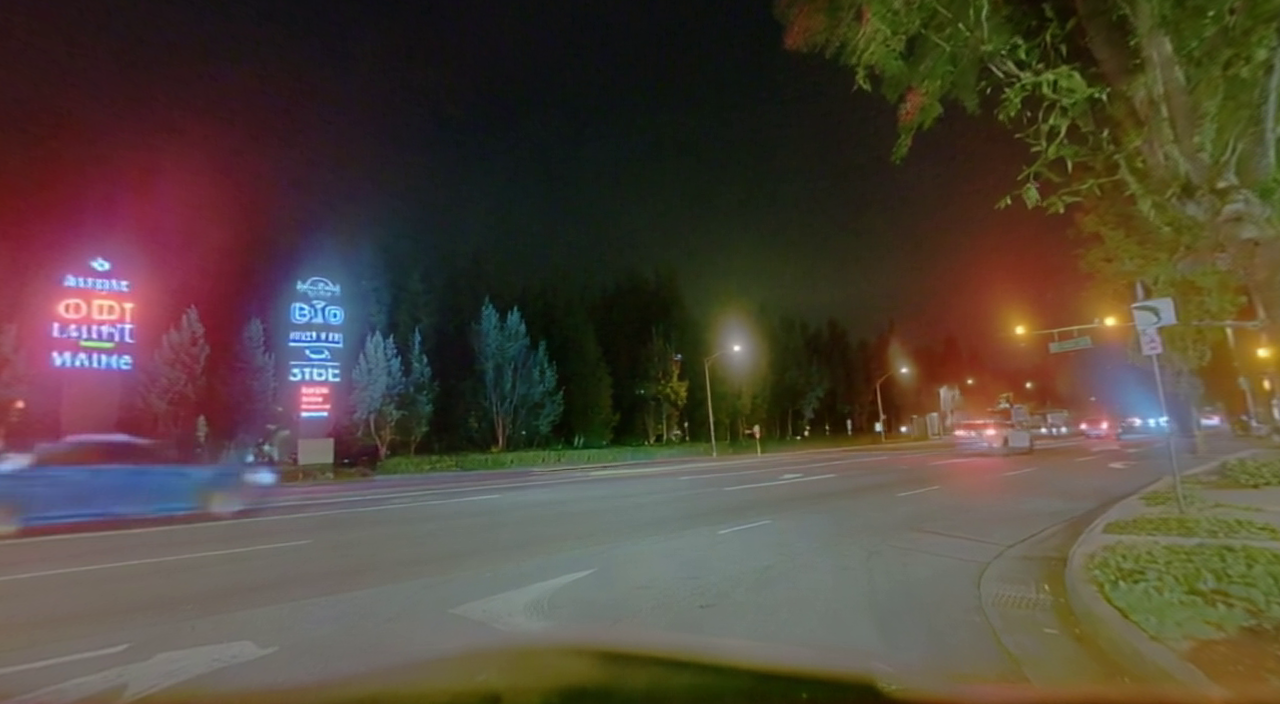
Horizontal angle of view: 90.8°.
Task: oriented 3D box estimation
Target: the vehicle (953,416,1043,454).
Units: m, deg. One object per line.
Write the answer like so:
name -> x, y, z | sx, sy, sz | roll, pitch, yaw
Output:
vehicle -> 15.686, 3.664, 27.603 | 4.182, 1.536, 1.885 | 7, -11, -38

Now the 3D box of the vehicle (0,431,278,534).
vehicle -> -8.899, 2.112, 10.688 | 4.415, 1.464, 1.890 | 7, -11, -41
